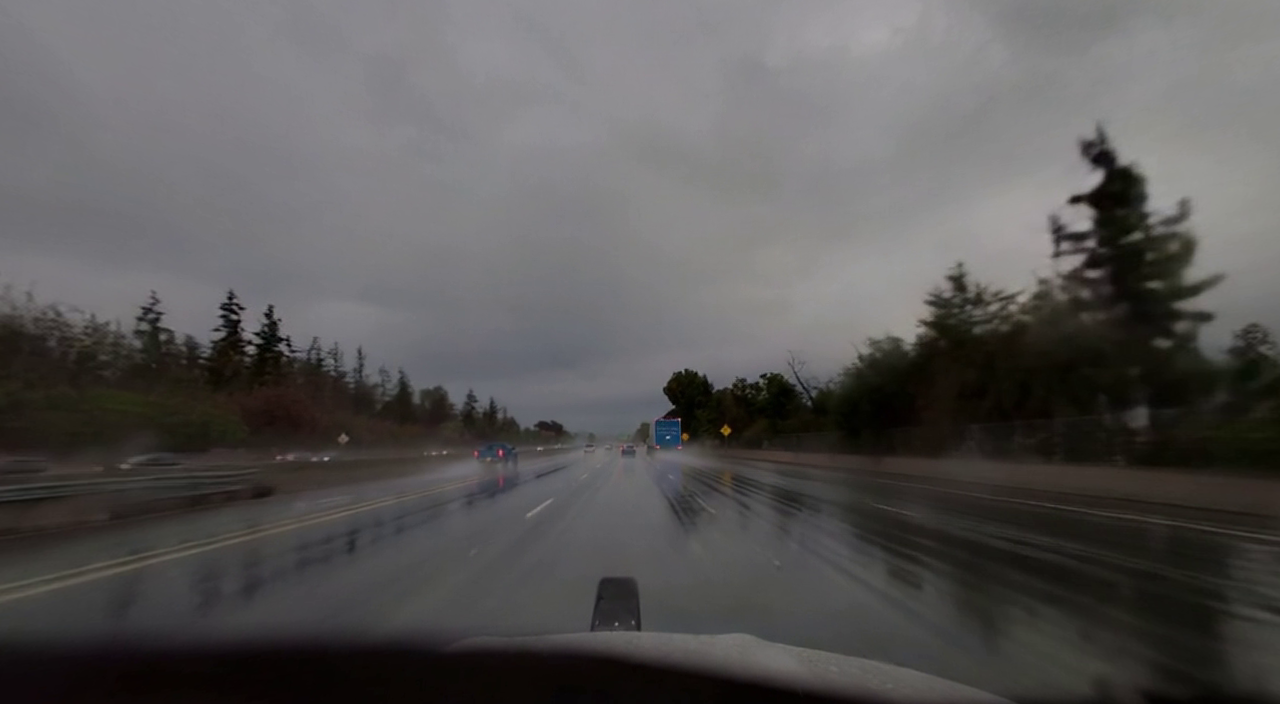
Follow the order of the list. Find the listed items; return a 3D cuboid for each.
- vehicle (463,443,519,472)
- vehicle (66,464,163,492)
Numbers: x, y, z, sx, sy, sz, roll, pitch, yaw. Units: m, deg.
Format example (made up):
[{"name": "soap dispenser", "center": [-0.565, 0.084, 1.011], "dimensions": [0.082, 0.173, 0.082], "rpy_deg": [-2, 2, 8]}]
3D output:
[{"name": "vehicle", "center": [-8.206, 5.816, 35.144], "dimensions": [2.033, 1.494, 4.508], "rpy_deg": [0, -9, 0]}, {"name": "vehicle", "center": [-30.527, 7.303, 36.899], "dimensions": [1.823, 1.446, 4.444], "rpy_deg": [0, -9, 0]}]
